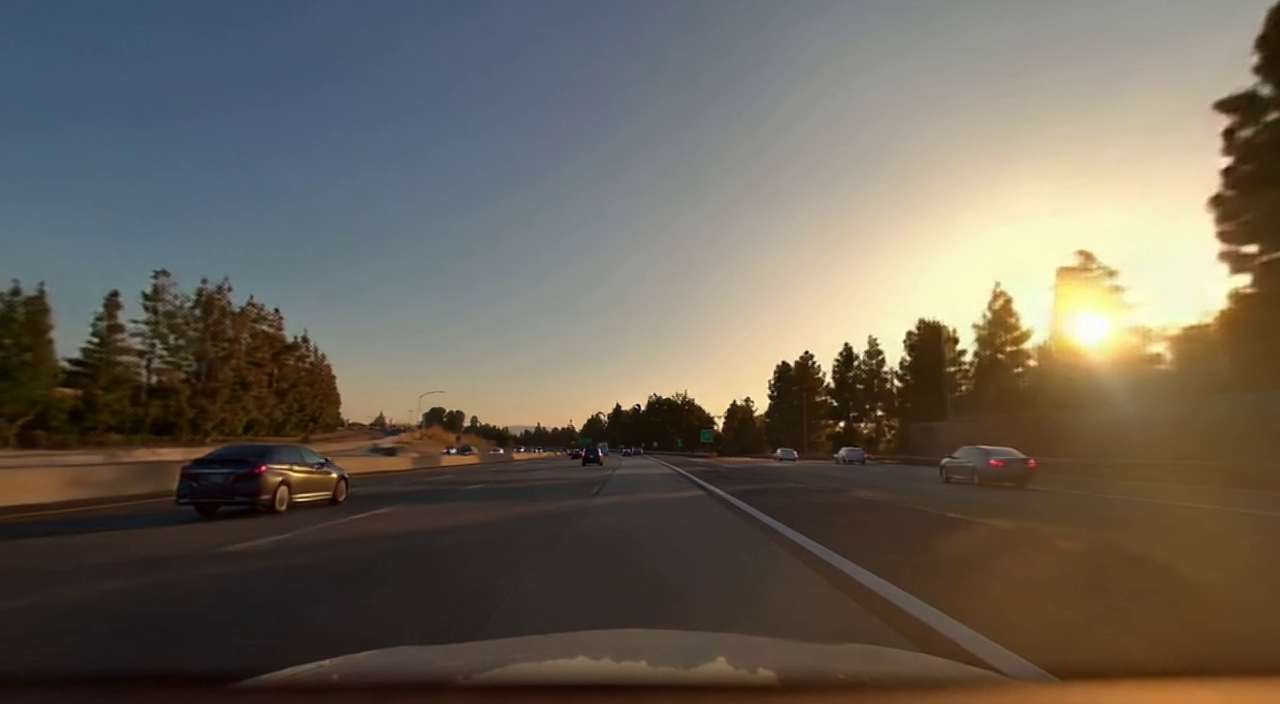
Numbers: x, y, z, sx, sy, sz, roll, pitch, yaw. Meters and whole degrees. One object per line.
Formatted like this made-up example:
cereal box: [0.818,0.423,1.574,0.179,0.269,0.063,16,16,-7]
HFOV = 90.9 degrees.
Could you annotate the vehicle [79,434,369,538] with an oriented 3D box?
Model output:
vehicle: [-6.976,2.262,11.408,2.038,1.463,4.656,0,-8,1]

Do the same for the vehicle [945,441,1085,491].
vehicle: [12.810,3.884,22.005,2.201,1.535,4.735,0,-8,3]

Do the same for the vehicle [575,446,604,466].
vehicle: [-3.869,8.052,49.091,1.936,1.465,4.060,0,-8,0]
